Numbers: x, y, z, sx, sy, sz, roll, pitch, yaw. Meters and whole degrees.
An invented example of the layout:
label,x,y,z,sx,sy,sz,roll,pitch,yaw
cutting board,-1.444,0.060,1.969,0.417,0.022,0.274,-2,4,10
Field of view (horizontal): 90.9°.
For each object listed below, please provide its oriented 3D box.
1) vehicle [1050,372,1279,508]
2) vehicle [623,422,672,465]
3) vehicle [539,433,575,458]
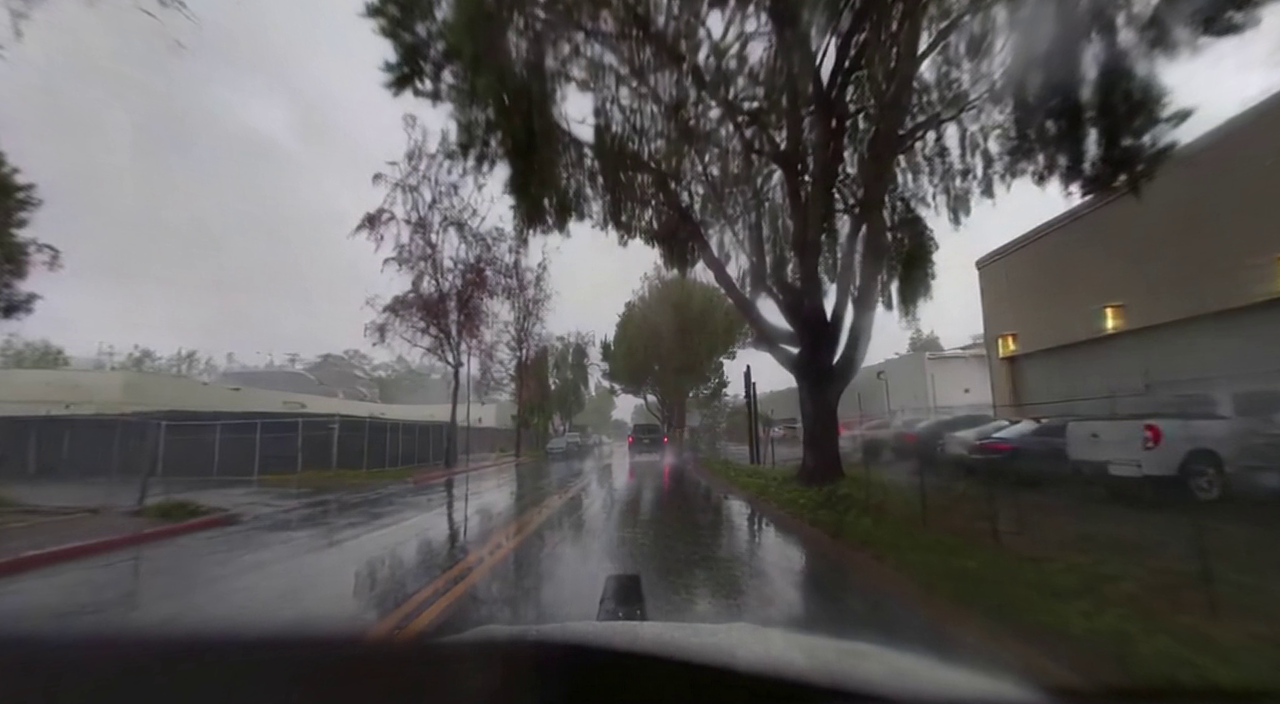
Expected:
label,x,y,z,sx,sy,sz,roll,pitch,yaw
vehicle,9.217,1.317,9.573,4.454,1.824,2.099,0,-7,0
vehicle,0.376,4.315,29.824,2.152,1.874,4.042,0,-7,1
vehicle,-5.760,6.601,44.287,1.938,1.500,4.130,-3,-9,-1
